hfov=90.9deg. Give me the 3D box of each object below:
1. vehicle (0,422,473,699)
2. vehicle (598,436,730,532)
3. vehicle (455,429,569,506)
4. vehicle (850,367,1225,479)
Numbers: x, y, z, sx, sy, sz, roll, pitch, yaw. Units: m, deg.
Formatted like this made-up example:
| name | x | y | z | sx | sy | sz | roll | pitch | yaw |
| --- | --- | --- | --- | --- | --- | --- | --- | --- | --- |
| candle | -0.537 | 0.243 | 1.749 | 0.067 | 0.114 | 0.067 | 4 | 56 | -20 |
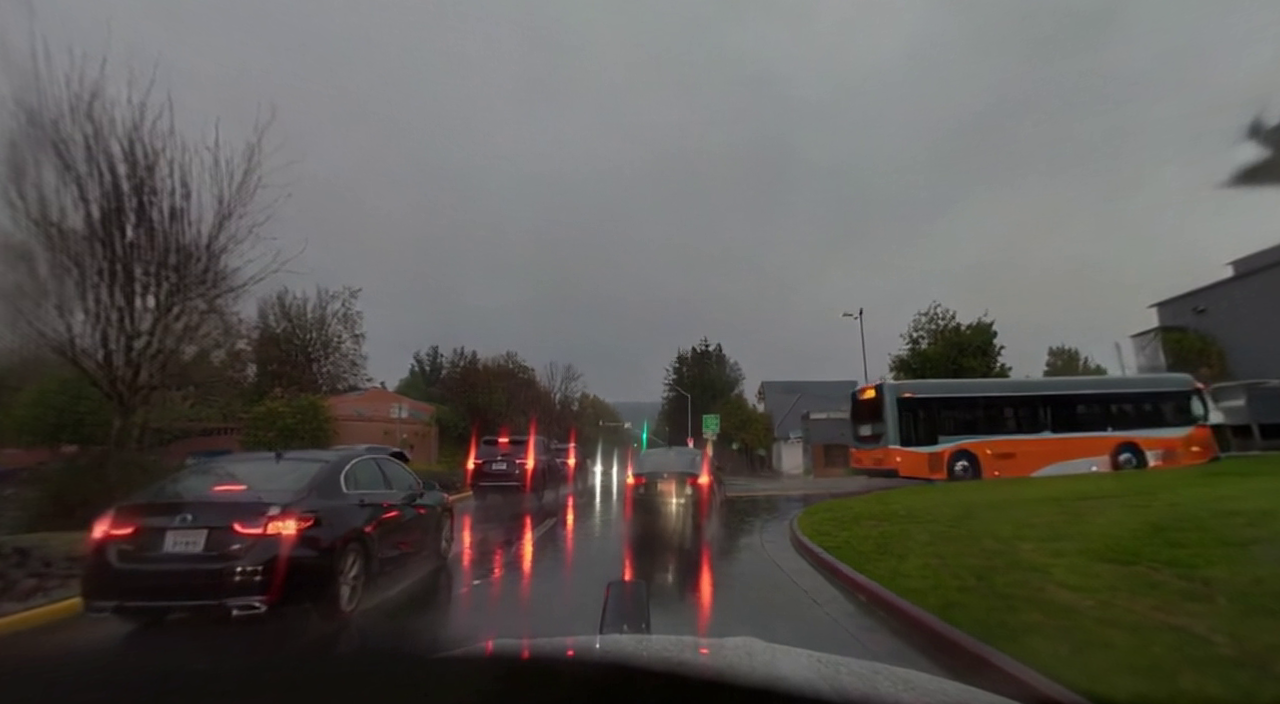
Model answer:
| name | x | y | z | sx | sy | sz | roll | pitch | yaw |
| --- | --- | --- | --- | --- | --- | --- | --- | --- | --- |
| vehicle | -3.332 | 1.480 | 5.821 | 1.953 | 1.480 | 4.522 | -1 | -8 | 6 |
| vehicle | 0.630 | 2.366 | 11.912 | 2.020 | 1.478 | 3.922 | -1 | -9 | 9 |
| vehicle | -3.242 | 3.034 | 17.026 | 2.017 | 1.761 | 4.572 | 0 | -8 | 1 |
| vehicle | 12.264 | 2.294 | 20.181 | 9.977 | 3.303 | 2.948 | 0 | -8 | -2 |
